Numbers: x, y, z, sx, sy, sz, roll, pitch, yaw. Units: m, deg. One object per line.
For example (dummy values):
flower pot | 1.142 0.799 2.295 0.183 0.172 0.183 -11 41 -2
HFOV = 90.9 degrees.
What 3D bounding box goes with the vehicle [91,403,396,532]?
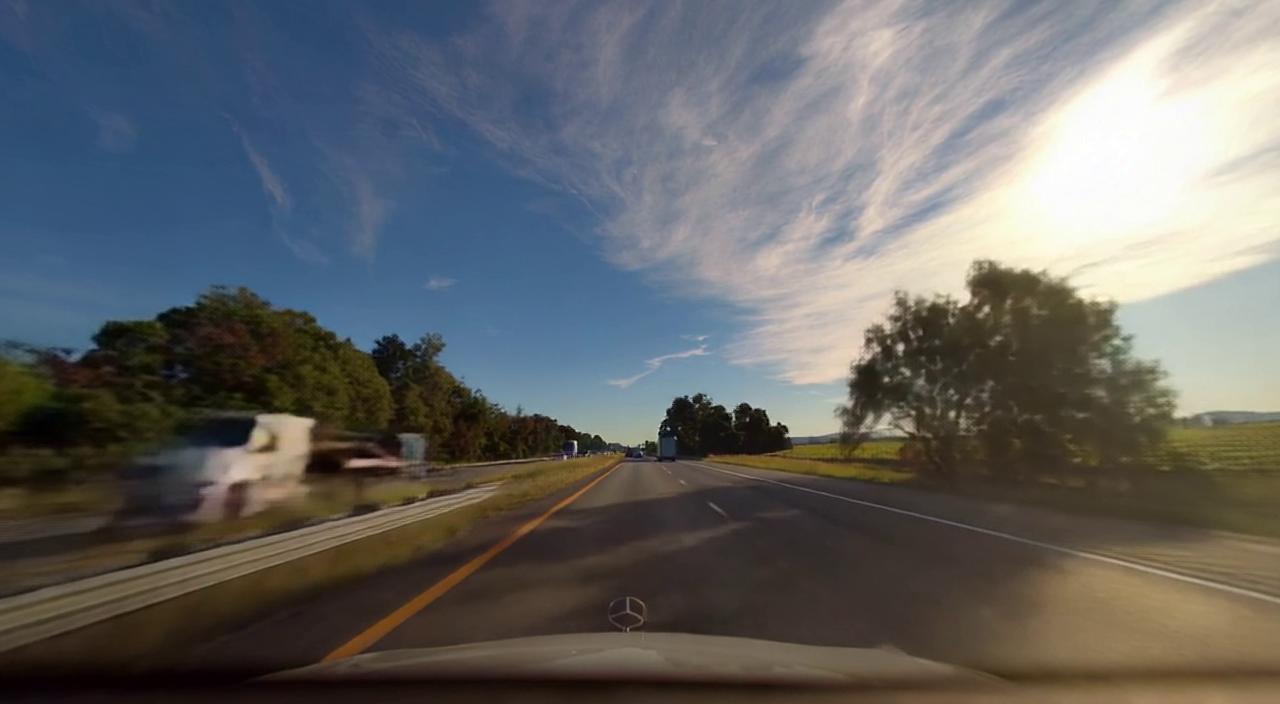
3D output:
vehicle | -8.531 2.637 14.981 2.544 2.305 7.154 0 -9 1
